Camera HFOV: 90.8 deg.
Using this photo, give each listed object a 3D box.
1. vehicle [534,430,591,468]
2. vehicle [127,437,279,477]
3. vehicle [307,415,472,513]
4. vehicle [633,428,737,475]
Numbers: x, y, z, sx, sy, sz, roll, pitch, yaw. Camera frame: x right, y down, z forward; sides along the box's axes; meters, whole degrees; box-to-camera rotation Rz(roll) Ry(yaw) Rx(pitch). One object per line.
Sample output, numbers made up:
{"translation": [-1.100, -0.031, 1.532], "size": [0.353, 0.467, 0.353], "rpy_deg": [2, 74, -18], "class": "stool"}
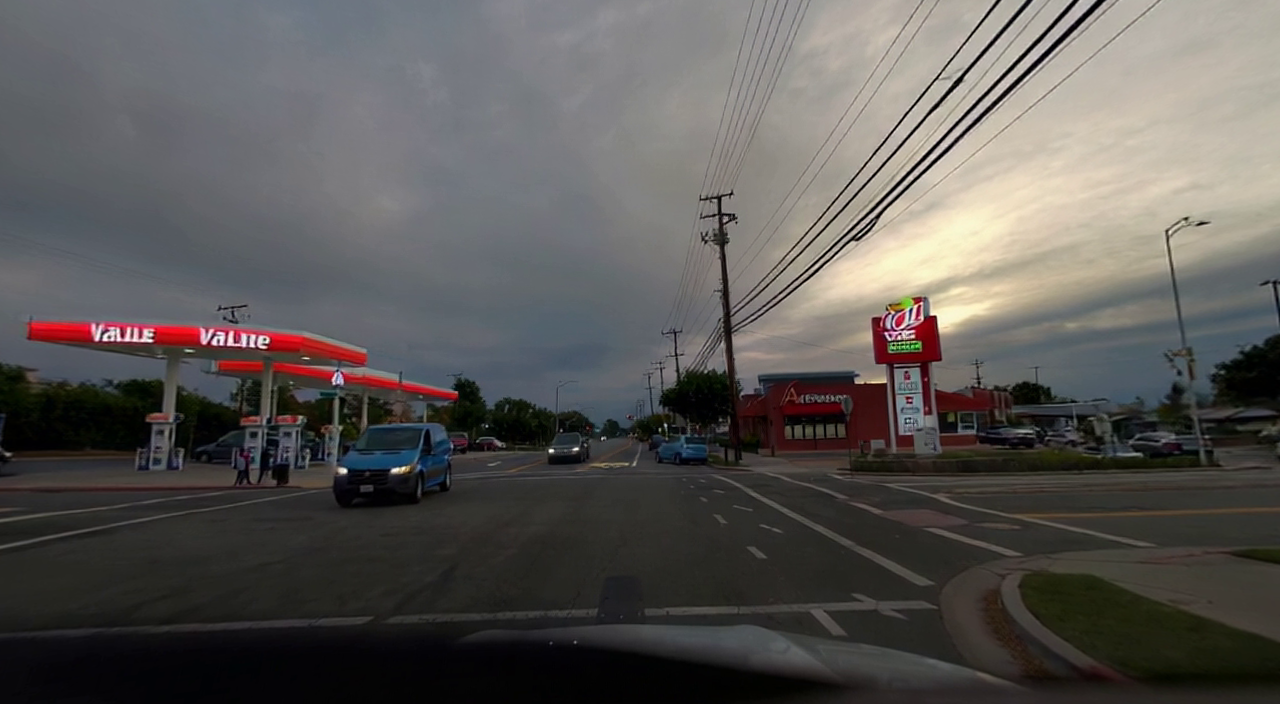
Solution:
{"translation": [-3.939, 5.049, 32.999], "size": [2.274, 1.844, 4.843], "rpy_deg": [0, -8, 1], "class": "vehicle"}
{"translation": [-17.510, 4.180, 25.371], "size": [5.116, 1.487, 1.928], "rpy_deg": [-2, -9, 12], "class": "vehicle"}
{"translation": [-5.668, 2.609, 15.144], "size": [2.222, 1.931, 4.882], "rpy_deg": [1, -9, -4], "class": "vehicle"}
{"translation": [1.667, 3.923, 24.967], "size": [2.000, 1.663, 4.271], "rpy_deg": [5, -10, -31], "class": "vehicle"}
